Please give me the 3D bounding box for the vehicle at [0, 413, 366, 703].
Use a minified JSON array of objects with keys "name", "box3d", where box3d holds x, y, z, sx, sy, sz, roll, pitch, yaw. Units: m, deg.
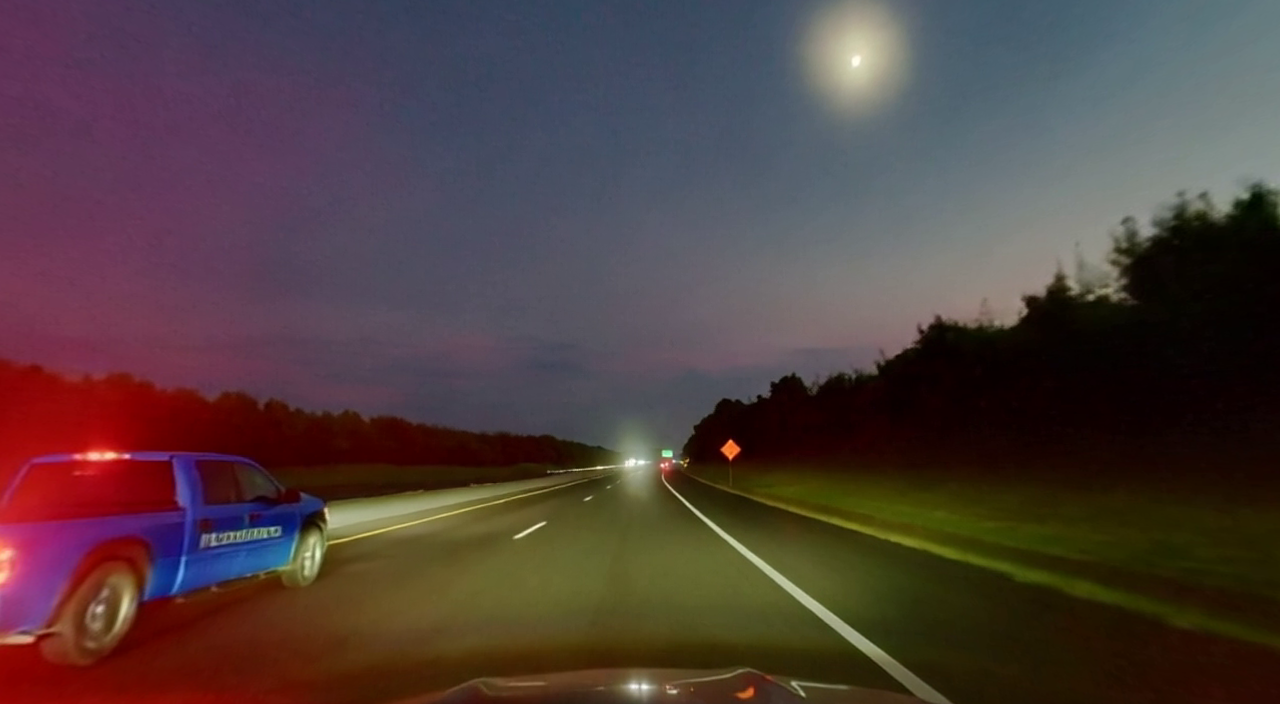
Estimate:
[{"name":"vehicle","box3d":[-4.045,1.272,4.213,2.135,1.506,5.041,1,-10,0]}]
